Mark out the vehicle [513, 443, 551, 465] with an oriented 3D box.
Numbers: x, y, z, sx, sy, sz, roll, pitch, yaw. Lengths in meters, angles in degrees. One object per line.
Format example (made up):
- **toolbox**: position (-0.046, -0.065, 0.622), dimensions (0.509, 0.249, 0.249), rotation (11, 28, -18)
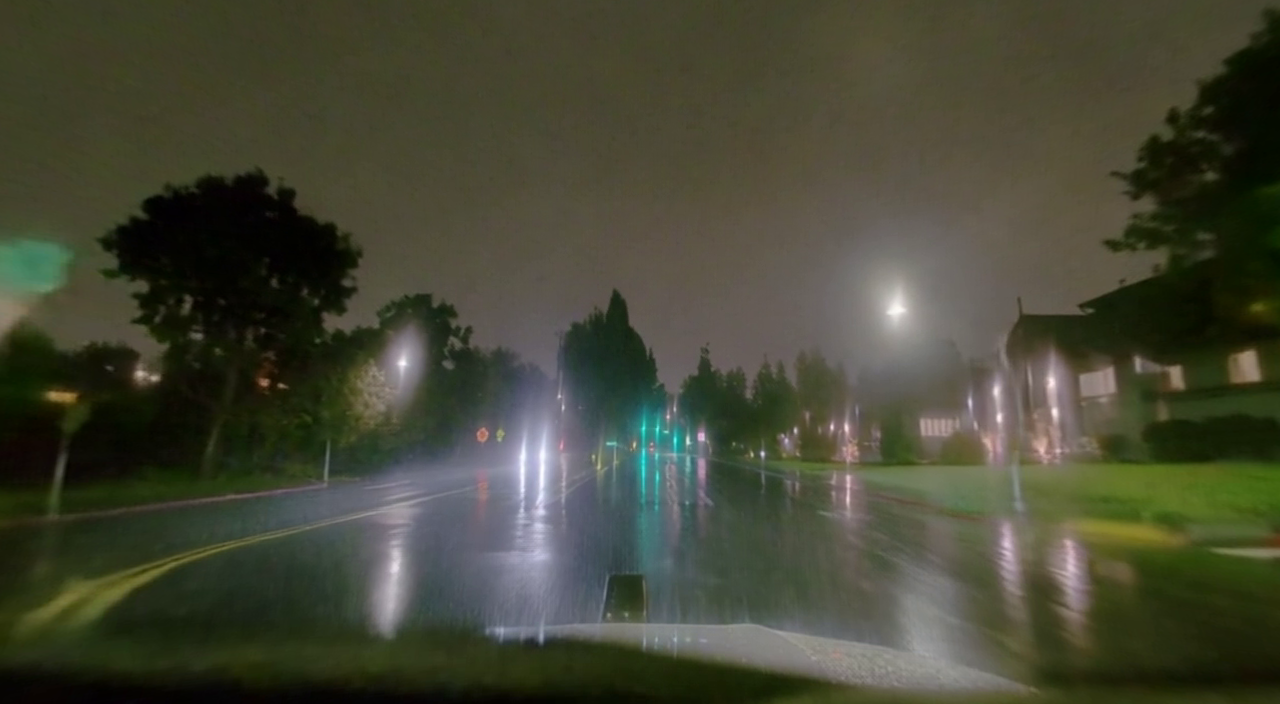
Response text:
- **vehicle**: position (-8.094, 7.637, 47.457), dimensions (2.044, 1.548, 4.284), rotation (0, -8, 1)
